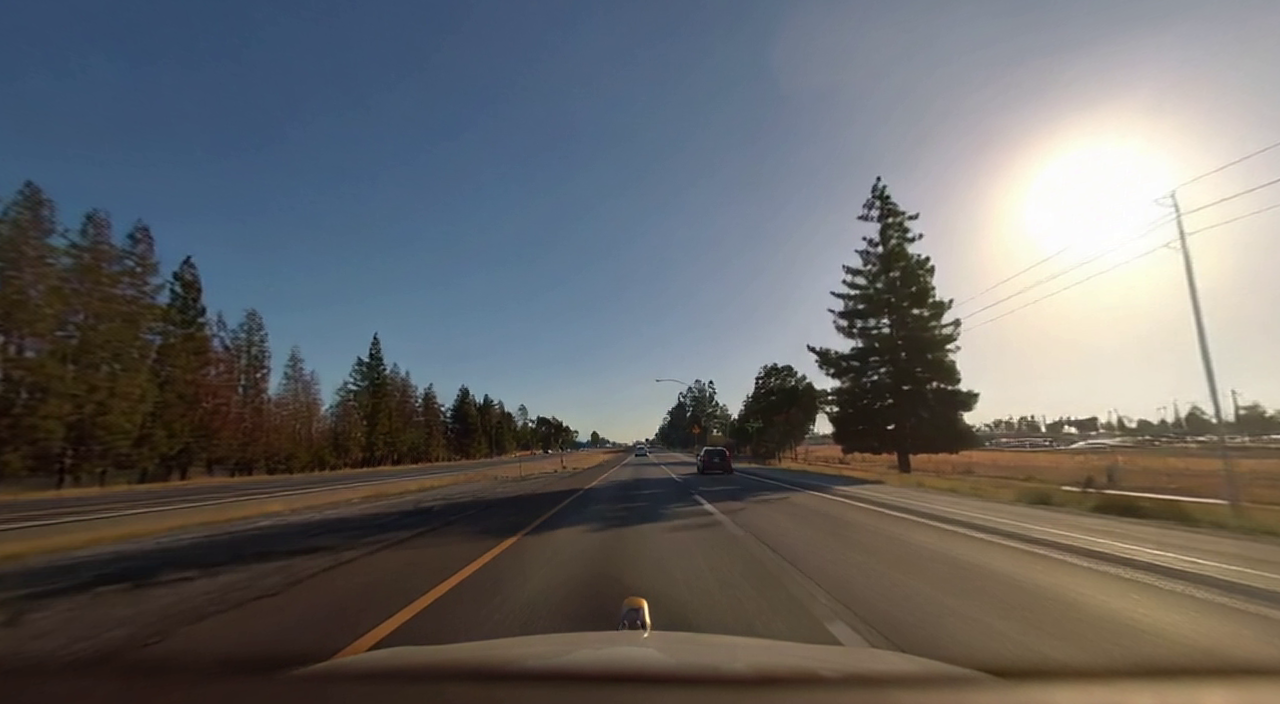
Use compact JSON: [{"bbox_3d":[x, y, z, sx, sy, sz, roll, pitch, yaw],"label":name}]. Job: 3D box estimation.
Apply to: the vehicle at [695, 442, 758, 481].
[{"bbox_3d":[3.701,4.760,27.650,2.115,1.522,4.330,0,-9,0],"label":"vehicle"}]
